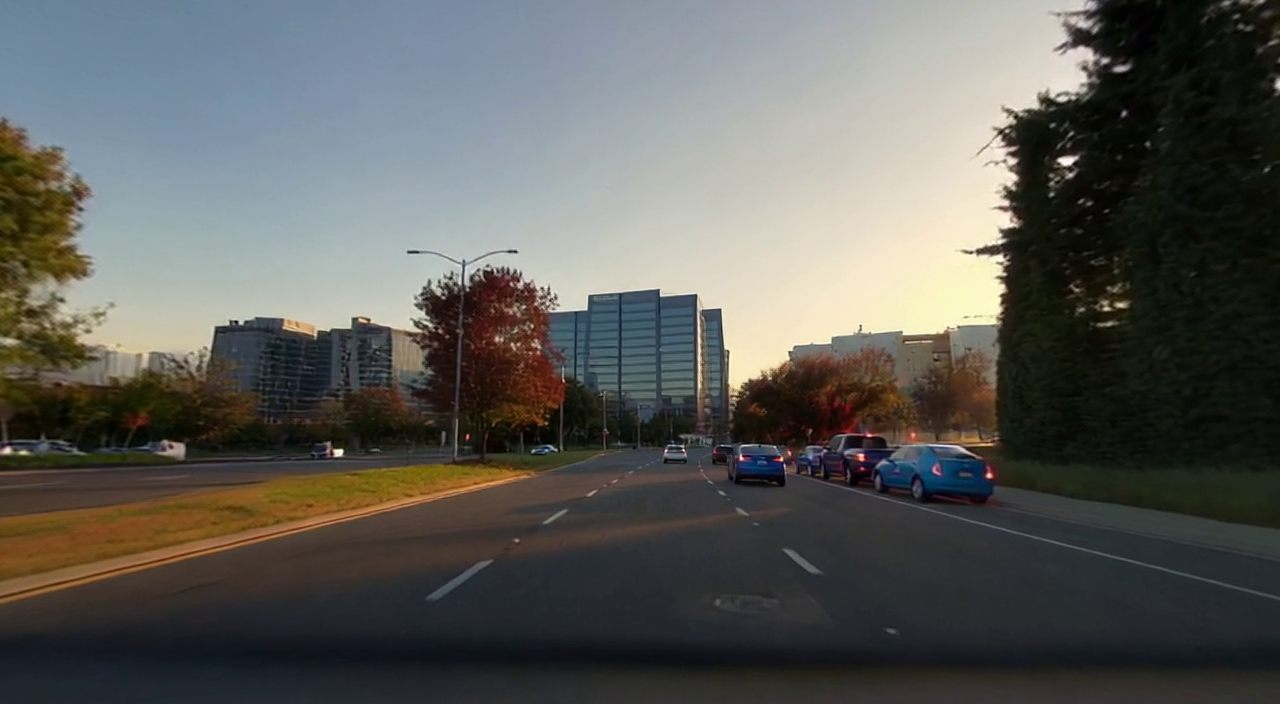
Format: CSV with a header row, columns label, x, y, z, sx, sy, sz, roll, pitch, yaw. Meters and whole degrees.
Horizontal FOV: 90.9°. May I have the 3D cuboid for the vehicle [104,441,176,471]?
label,x,y,z,sx,sy,sz,roll,pitch,yaw
vehicle,-27.723,5.733,34.917,4.266,1.583,2.078,-7,-11,38

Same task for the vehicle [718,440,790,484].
label,x,y,z,sx,sy,sz,roll,pitch,yaw
vehicle,4.223,4.144,24.110,1.981,1.499,4.536,0,-8,1

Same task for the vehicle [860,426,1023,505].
label,x,y,z,sx,sy,sz,roll,pitch,yaw
vehicle,7.838,2.987,17.037,2.104,1.801,4.628,0,-8,1
